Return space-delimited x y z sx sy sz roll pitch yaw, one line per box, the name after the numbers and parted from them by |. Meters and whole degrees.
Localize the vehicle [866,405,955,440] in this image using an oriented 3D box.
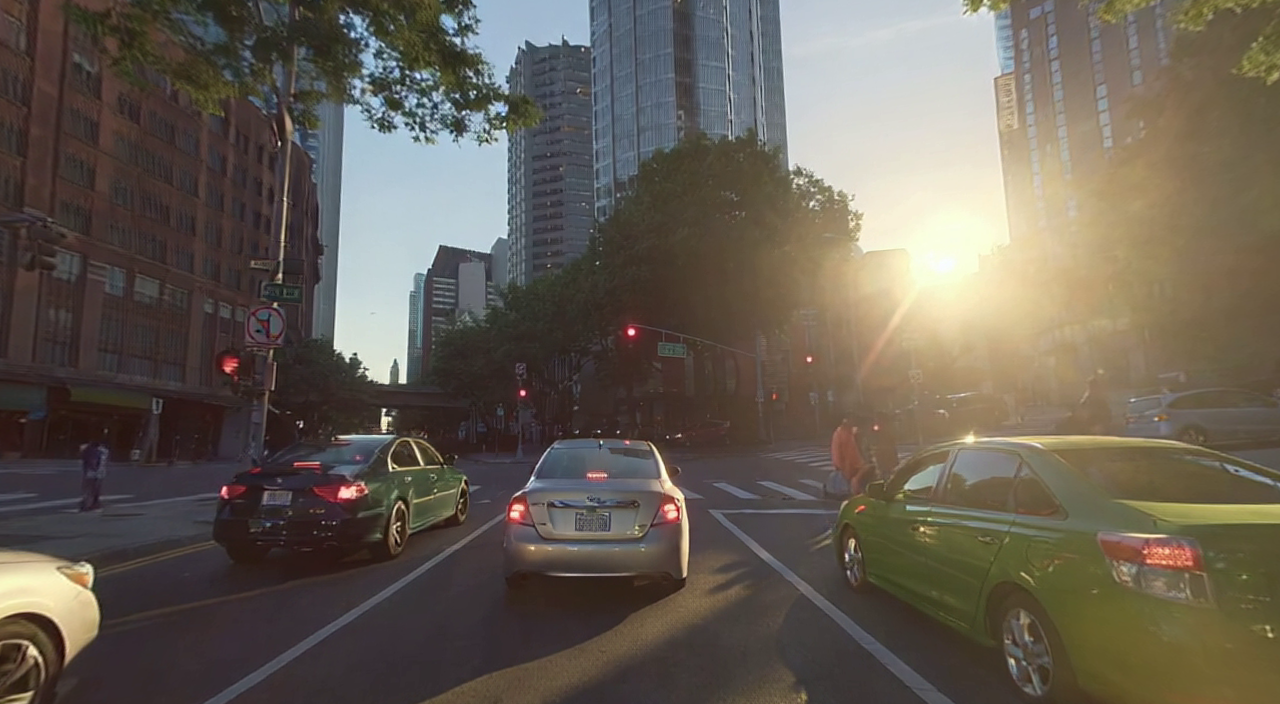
14.943 3.933 34.892 4.657 1.769 1.979 4 -10 -28 | vehicle

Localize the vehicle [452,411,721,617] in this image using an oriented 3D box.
-0.412 1.497 6.727 1.999 1.520 3.896 0 -8 0 | vehicle

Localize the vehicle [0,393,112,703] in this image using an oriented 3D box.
-3.911 0.709 1.186 1.995 1.524 4.438 0 -8 0 | vehicle

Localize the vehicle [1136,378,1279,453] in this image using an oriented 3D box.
21.646 2.354 22.873 5.863 2.493 2.354 2 -9 -12 | vehicle

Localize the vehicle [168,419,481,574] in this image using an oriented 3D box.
-3.684 1.752 8.469 1.934 1.522 4.287 0 -8 0 | vehicle

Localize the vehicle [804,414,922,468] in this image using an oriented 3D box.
7.783 3.094 21.854 4.392 1.667 1.958 8 -11 -43 | vehicle
